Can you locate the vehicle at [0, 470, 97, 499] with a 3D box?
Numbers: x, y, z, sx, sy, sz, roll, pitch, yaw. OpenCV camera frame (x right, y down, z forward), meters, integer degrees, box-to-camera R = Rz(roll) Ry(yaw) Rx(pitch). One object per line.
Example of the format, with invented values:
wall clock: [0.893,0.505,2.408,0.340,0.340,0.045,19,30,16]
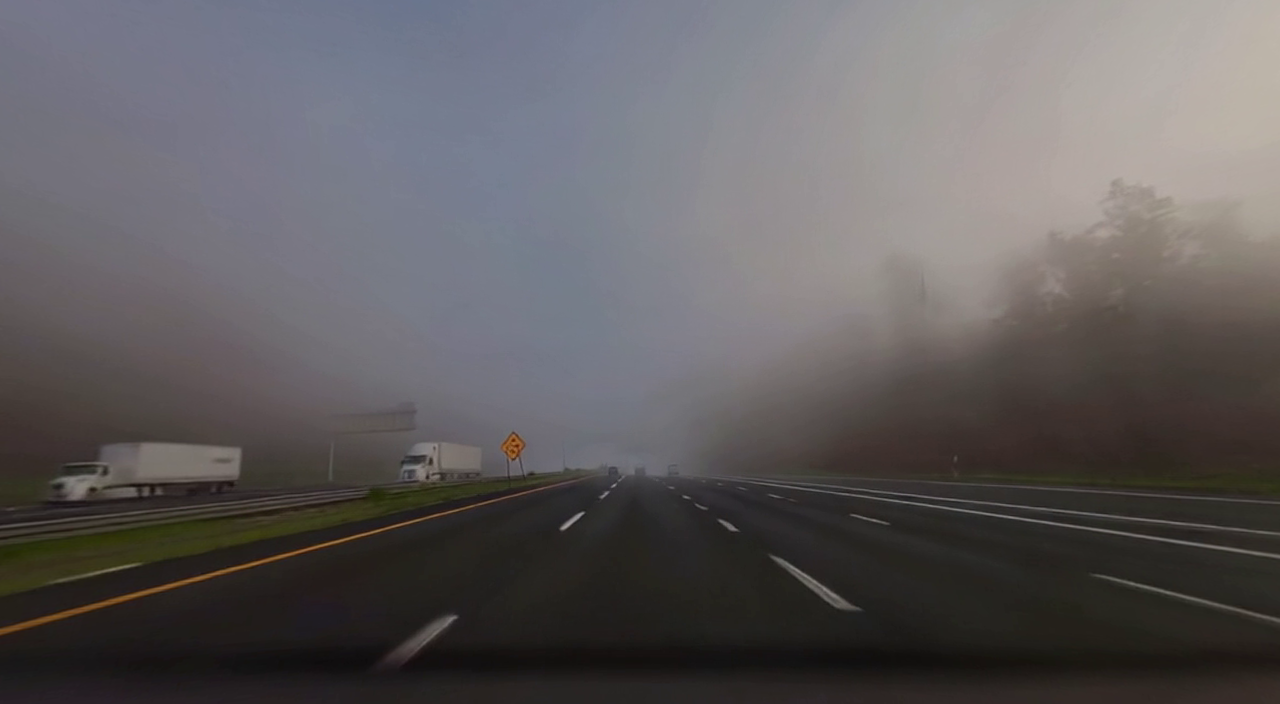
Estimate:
vehicle: [-41.053,9.143,43.598,2.129,1.831,5.042,1,-10,0]

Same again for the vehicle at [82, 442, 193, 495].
vehicle: [-37.221,8.700,46.857,2.934,3.595,6.031,1,-10,0]
